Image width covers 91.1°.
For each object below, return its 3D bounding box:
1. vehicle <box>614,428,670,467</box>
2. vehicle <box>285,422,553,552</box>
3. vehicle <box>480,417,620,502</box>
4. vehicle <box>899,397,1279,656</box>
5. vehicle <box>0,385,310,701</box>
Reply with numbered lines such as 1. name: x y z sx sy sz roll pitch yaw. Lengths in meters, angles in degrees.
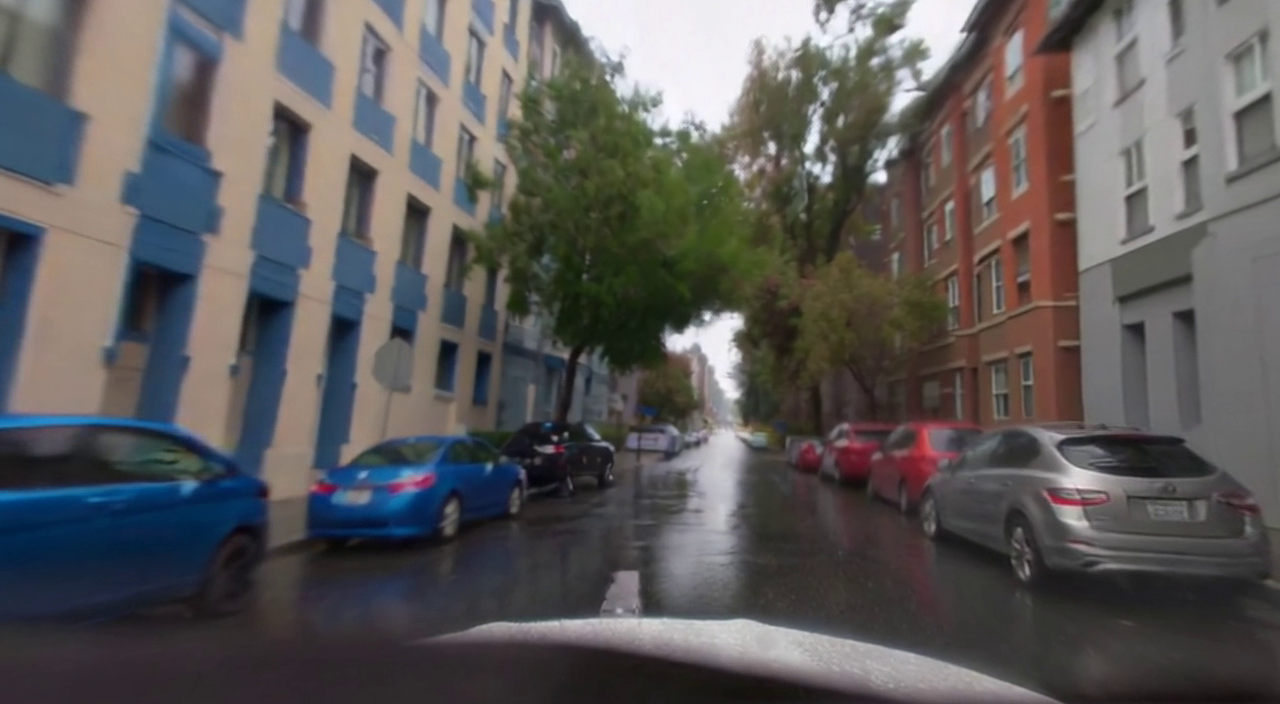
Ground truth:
1. vehicle: 0.159 4.017 26.756 1.840 1.493 3.761 -1 -7 9
2. vehicle: -2.834 1.790 9.279 1.830 1.427 4.294 -1 -7 10
3. vehicle: -1.833 2.371 14.436 1.942 1.629 4.302 -1 -7 9
4. vehicle: 4.121 1.367 6.127 1.883 1.615 4.234 -1 -7 8
5. vehicle: -3.890 1.003 3.677 1.719 1.519 3.414 -1 -7 8
